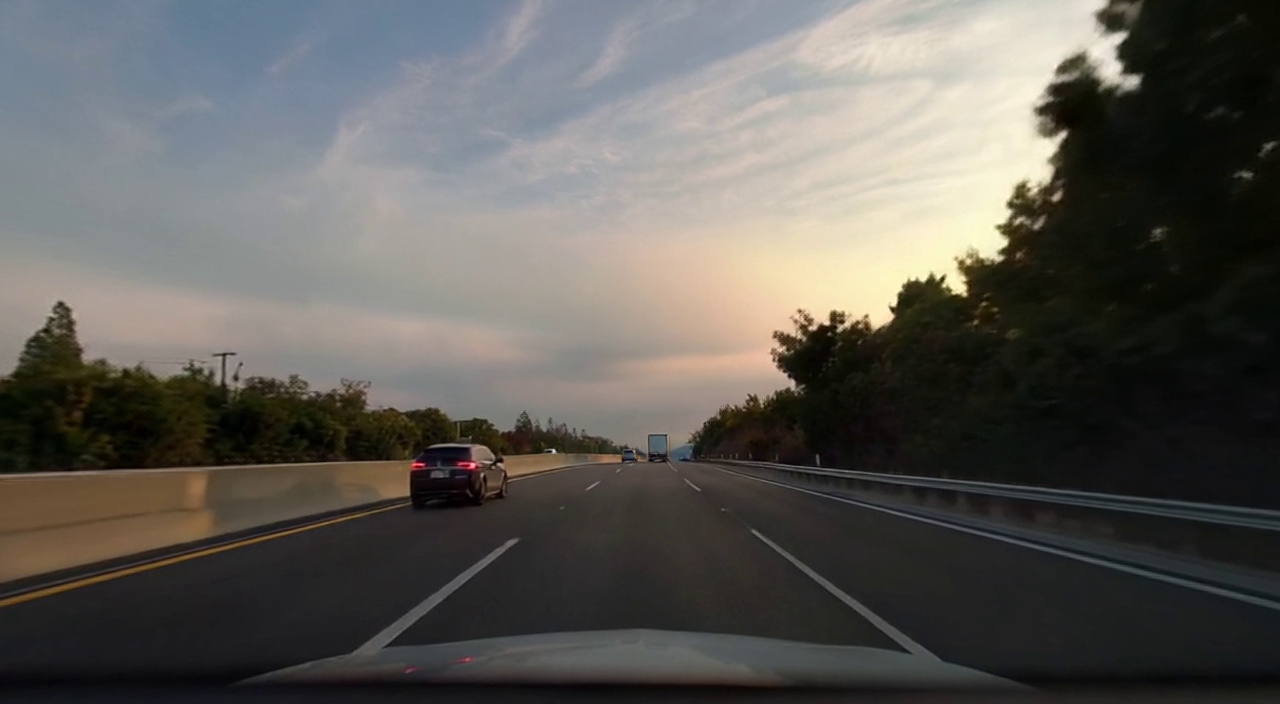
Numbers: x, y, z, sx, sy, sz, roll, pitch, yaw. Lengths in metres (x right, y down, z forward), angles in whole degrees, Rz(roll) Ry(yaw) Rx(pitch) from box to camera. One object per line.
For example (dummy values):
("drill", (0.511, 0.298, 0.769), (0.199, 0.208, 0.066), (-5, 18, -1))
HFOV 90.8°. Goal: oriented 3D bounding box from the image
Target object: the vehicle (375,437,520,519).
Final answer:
("vehicle", (-4.164, 2.787, 14.454), (2.035, 1.595, 4.022), (0, -9, 0))
